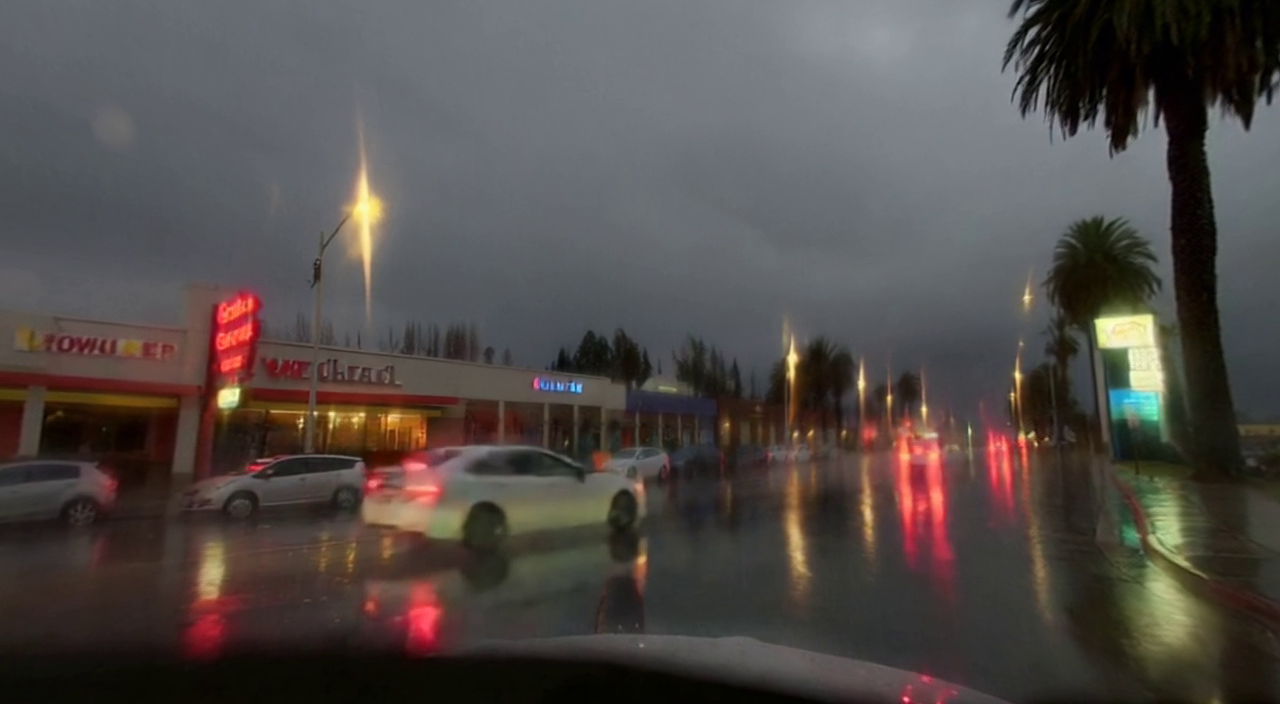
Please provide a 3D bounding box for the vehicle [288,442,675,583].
[{"bbox_3d":[-2.020,2.056,9.083,4.918,1.461,2.139,7,-11,-40],"label":"vehicle"}]

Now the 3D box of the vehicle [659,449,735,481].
[{"bbox_3d":[2.863,5.492,30.847,1.776,1.448,4.137,-6,-11,37],"label":"vehicle"}]

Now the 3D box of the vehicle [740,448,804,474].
[{"bbox_3d":[8.038,6.537,38.052,1.981,1.493,4.721,-6,-11,36],"label":"vehicle"}]

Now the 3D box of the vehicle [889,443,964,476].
[{"bbox_3d":[14.586,5.371,31.891,2.232,1.513,5.090,-6,-11,37],"label":"vehicle"}]

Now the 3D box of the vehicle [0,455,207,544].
[{"bbox_3d":[-11.439,2.740,12.019,1.854,1.482,4.756,-6,-11,37],"label":"vehicle"}]
